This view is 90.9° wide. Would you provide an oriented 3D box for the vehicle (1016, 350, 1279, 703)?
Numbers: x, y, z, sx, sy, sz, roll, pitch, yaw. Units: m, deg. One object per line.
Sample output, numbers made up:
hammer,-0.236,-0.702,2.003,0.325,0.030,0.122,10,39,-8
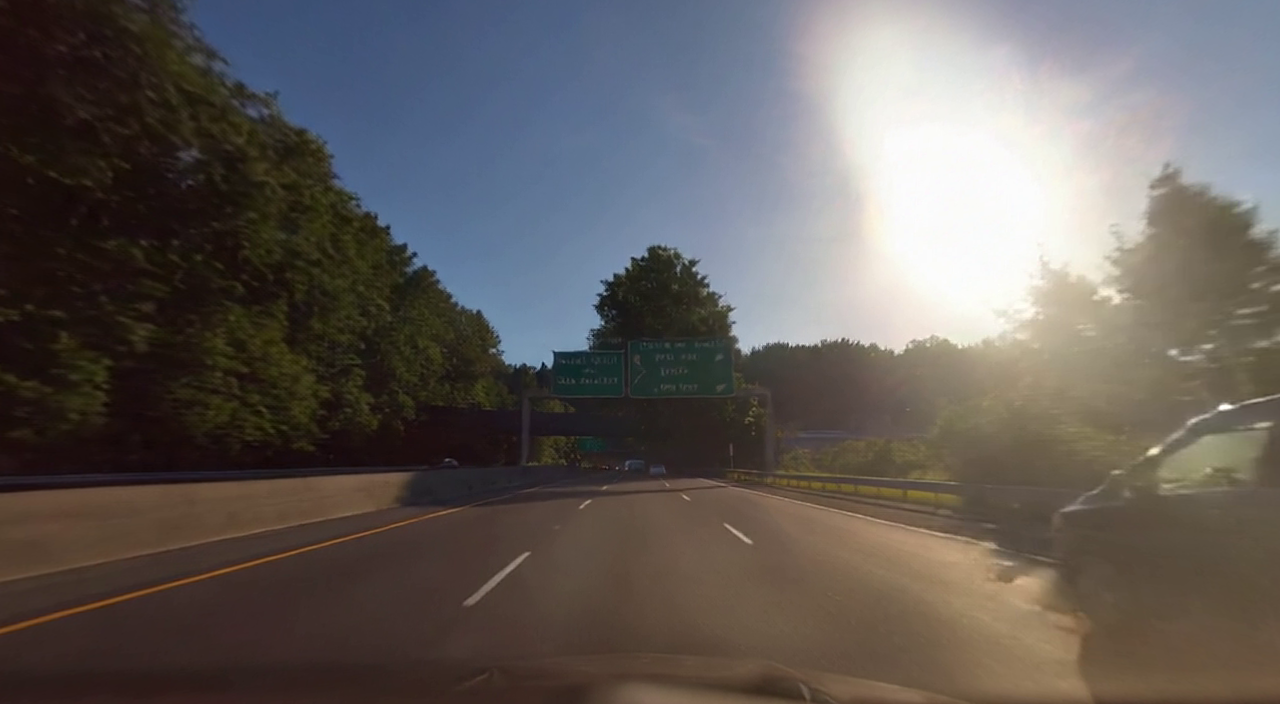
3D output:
vehicle,4.375,0.814,2.558,2.254,1.832,5.514,1,-11,0
